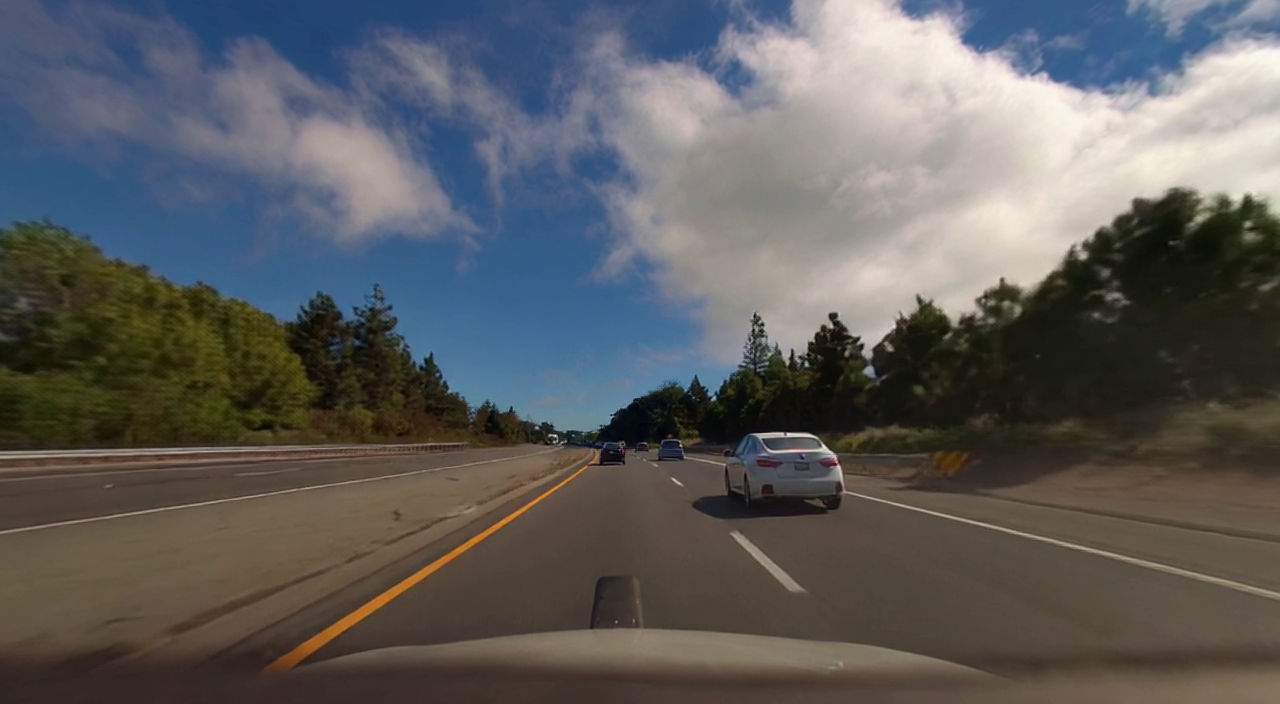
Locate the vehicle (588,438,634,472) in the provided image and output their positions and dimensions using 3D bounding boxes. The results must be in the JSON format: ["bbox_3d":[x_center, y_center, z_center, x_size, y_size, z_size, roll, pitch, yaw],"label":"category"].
[{"bbox_3d":[-1.468,5.154,31.716,2.178,1.559,4.254,0,-8,-3],"label":"vehicle"}]

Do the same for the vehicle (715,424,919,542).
[{"bbox_3d":[2.710,2.137,11.101,2.055,1.566,5.046,0,-8,-1],"label":"vehicle"}]

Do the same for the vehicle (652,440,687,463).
[{"bbox_3d":[2.010,6.974,44.211,2.146,1.546,3.796,0,-8,-1],"label":"vehicle"}]
